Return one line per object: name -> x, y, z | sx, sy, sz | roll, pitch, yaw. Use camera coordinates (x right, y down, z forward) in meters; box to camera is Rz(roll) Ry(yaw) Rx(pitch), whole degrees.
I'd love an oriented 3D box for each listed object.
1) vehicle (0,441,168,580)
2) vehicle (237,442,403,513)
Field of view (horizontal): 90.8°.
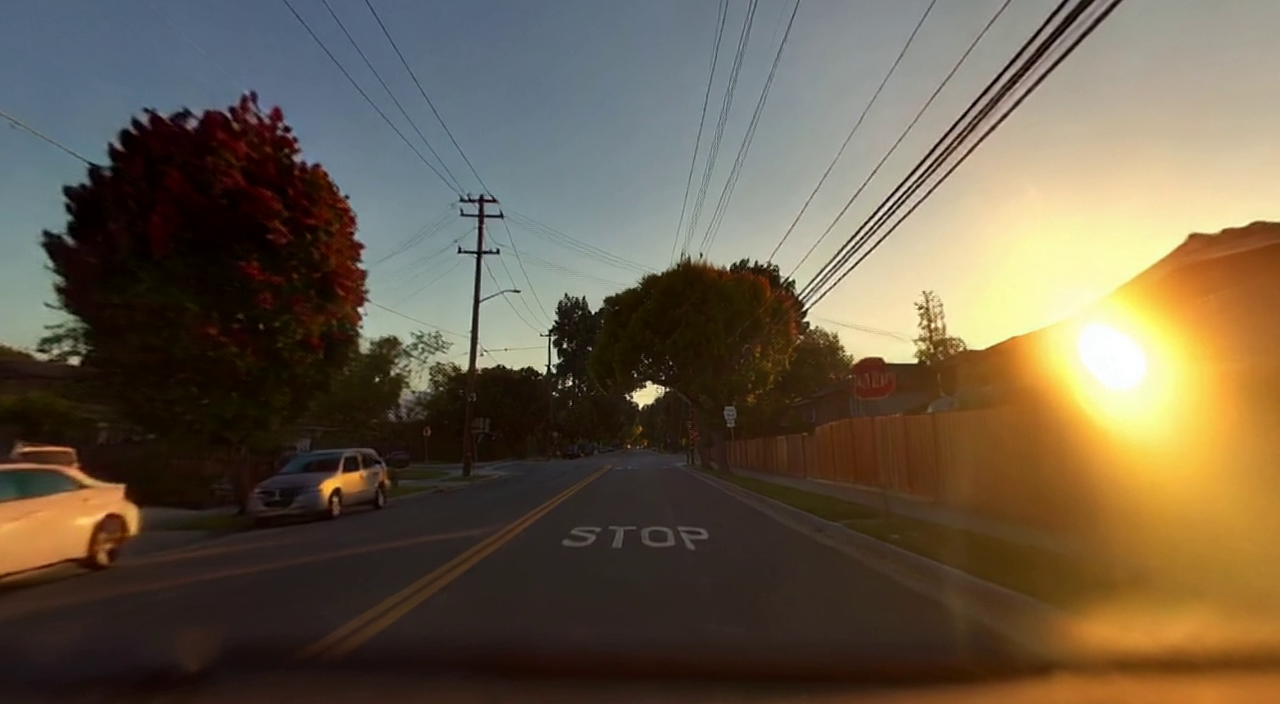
vehicle -> -8.509, 1.933, 7.866 | 1.950, 1.627, 4.027 | -1, -9, 4
vehicle -> -8.464, 3.318, 17.220 | 2.047, 1.679, 3.948 | -1, -9, 8
